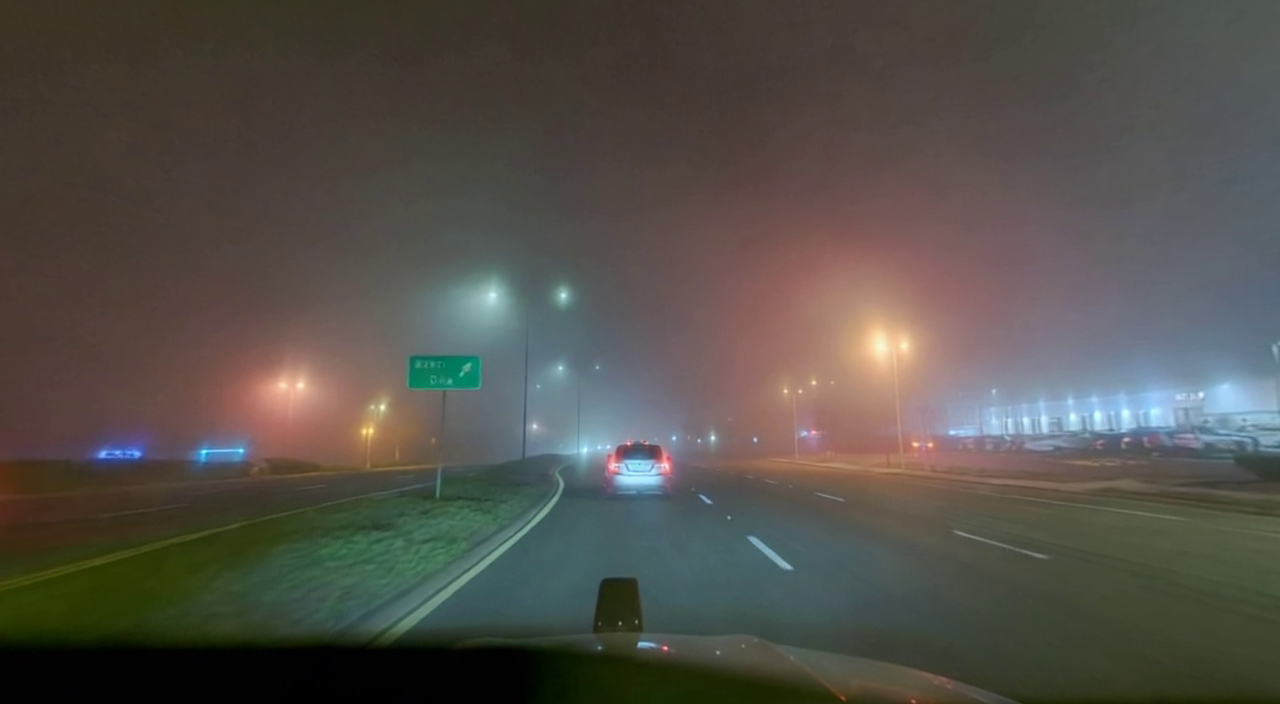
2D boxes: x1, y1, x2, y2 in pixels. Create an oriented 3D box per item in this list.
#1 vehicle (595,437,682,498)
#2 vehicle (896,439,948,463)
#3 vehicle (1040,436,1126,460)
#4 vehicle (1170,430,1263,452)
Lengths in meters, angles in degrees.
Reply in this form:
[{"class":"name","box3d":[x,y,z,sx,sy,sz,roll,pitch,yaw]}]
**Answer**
[{"class":"vehicle","box3d":[-0.073,3.141,17.535,2.126,1.475,3.967,0,-8,-1]},{"class":"vehicle","box3d":[22.311,7.836,49.952,2.038,1.673,4.389,-2,-8,0]},{"class":"vehicle","box3d":[32.199,6.946,45.816,4.711,1.670,1.950,0,-8,1]},{"class":"vehicle","box3d":[39.259,6.075,42.957,4.345,1.463,1.933,0,-8,2]}]
